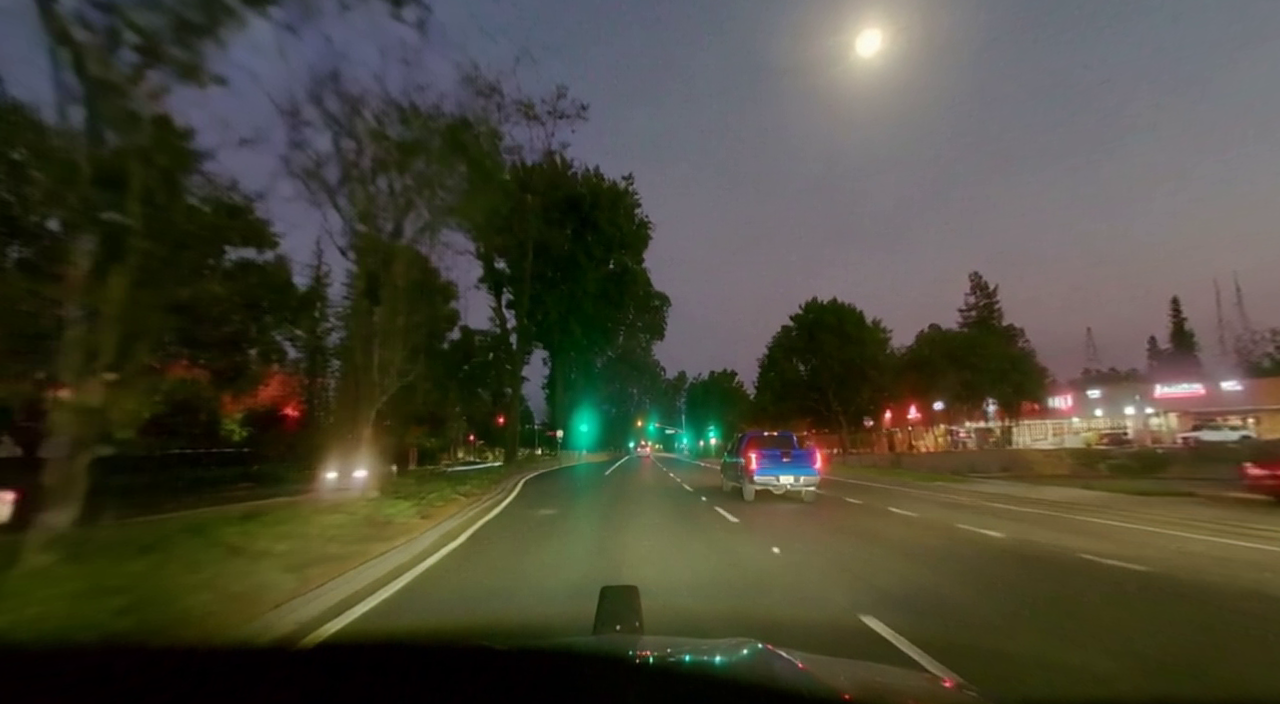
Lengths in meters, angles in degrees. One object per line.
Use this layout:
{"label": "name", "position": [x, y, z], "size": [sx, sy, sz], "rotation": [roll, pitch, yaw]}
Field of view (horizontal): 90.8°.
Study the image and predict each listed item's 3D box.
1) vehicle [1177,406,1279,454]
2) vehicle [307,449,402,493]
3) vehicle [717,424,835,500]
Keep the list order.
{"label": "vehicle", "position": [41.516, 5.342, 42.965], "size": [6.771, 3.099, 3.225], "rotation": [0, -9, 0]}
{"label": "vehicle", "position": [-12.865, 5.335, 28.860], "size": [2.126, 1.800, 4.925], "rotation": [0, -8, -2]}
{"label": "vehicle", "position": [3.667, 3.092, 18.201], "size": [2.138, 1.836, 5.245], "rotation": [0, -8, -1]}
